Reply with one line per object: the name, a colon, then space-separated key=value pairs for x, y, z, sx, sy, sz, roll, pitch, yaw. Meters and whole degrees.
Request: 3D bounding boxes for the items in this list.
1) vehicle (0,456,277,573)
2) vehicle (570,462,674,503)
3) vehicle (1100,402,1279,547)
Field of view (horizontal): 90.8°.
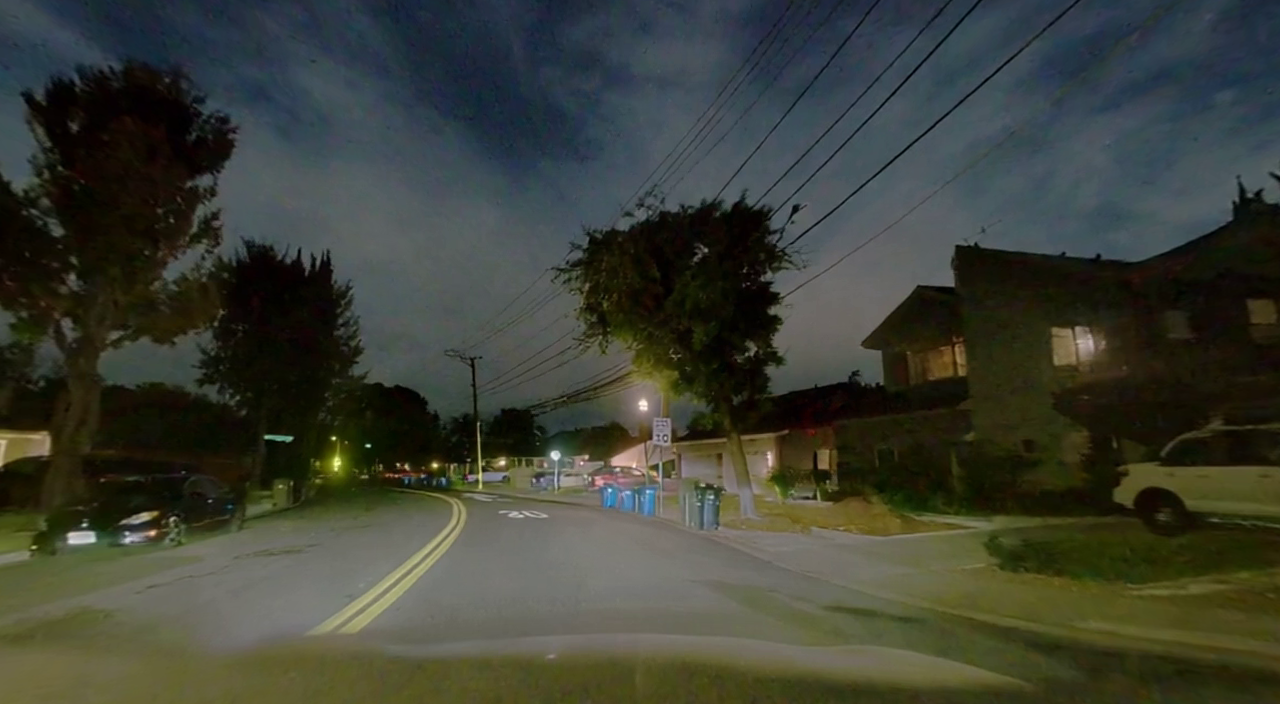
vehicle: x=-8.337 y=2.621 z=11.031 sx=1.994 sy=1.515 sz=4.385 roll=2 pitch=-9 yaw=-10
vehicle: x=-0.989 y=7.155 z=34.798 sx=5.229 sy=1.790 sz=2.153 roll=0 pitch=-11 yaw=-23
vehicle: x=10.117 y=1.785 z=9.232 sx=2.332 sy=2.000 sz=5.721 roll=0 pitch=-10 yaw=-2
